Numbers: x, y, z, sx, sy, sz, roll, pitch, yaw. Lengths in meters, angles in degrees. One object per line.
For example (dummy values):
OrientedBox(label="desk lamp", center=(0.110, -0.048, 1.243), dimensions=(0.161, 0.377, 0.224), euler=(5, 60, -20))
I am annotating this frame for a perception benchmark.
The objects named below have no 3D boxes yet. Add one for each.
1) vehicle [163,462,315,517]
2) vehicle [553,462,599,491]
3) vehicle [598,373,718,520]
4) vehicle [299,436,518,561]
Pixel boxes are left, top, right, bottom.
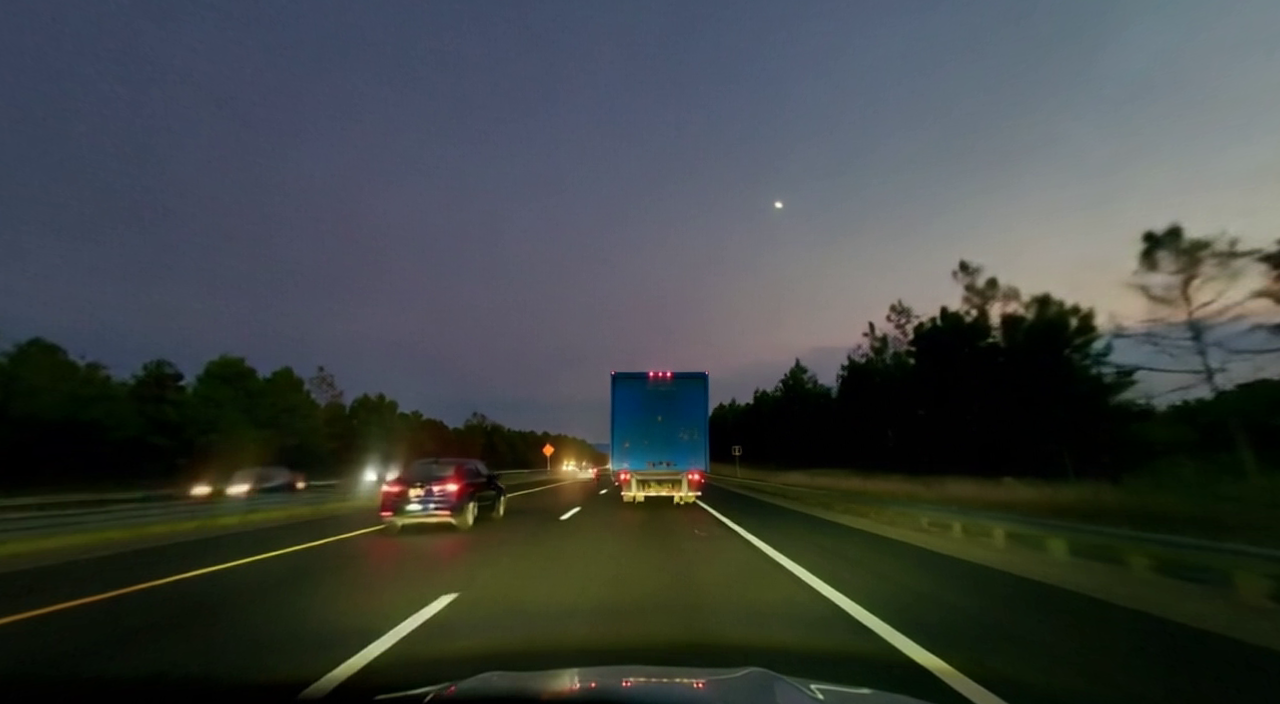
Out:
OrientedBox(label="vehicle", center=(-12.705, 4.376, 20.412), dimensions=(1.980, 1.532, 4.448), euler=(1, -10, 0))
OrientedBox(label="vehicle", center=(-3.589, 7.148, 36.372), dimensions=(2.079, 1.506, 4.821), euler=(0, -10, 1))
OrientedBox(label="vehicle", center=(0.441, 3.234, 20.728), dimensions=(3.008, 3.678, 9.512), euler=(1, -10, 0))
OrientedBox(label="vehicle", center=(-3.671, 2.465, 11.128), dimensions=(2.076, 1.691, 4.555), euler=(1, -10, 0))
